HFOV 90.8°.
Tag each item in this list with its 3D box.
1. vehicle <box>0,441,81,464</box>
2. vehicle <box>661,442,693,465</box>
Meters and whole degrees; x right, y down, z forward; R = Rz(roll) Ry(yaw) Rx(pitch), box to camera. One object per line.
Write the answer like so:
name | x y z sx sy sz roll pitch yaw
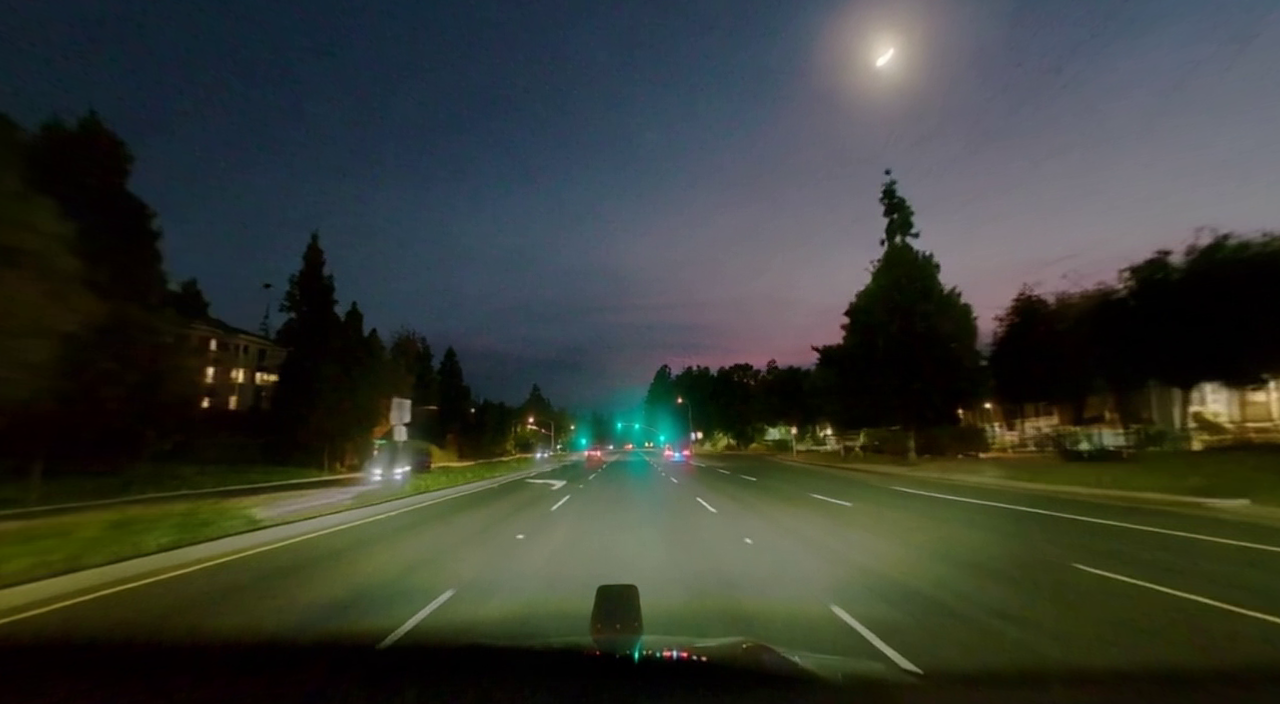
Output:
vehicle | -44.517 7.456 46.823 4.131 1.521 1.901 -2 -10 -4
vehicle | 2.816 7.788 48.652 2.072 1.696 4.177 0 -9 -2
